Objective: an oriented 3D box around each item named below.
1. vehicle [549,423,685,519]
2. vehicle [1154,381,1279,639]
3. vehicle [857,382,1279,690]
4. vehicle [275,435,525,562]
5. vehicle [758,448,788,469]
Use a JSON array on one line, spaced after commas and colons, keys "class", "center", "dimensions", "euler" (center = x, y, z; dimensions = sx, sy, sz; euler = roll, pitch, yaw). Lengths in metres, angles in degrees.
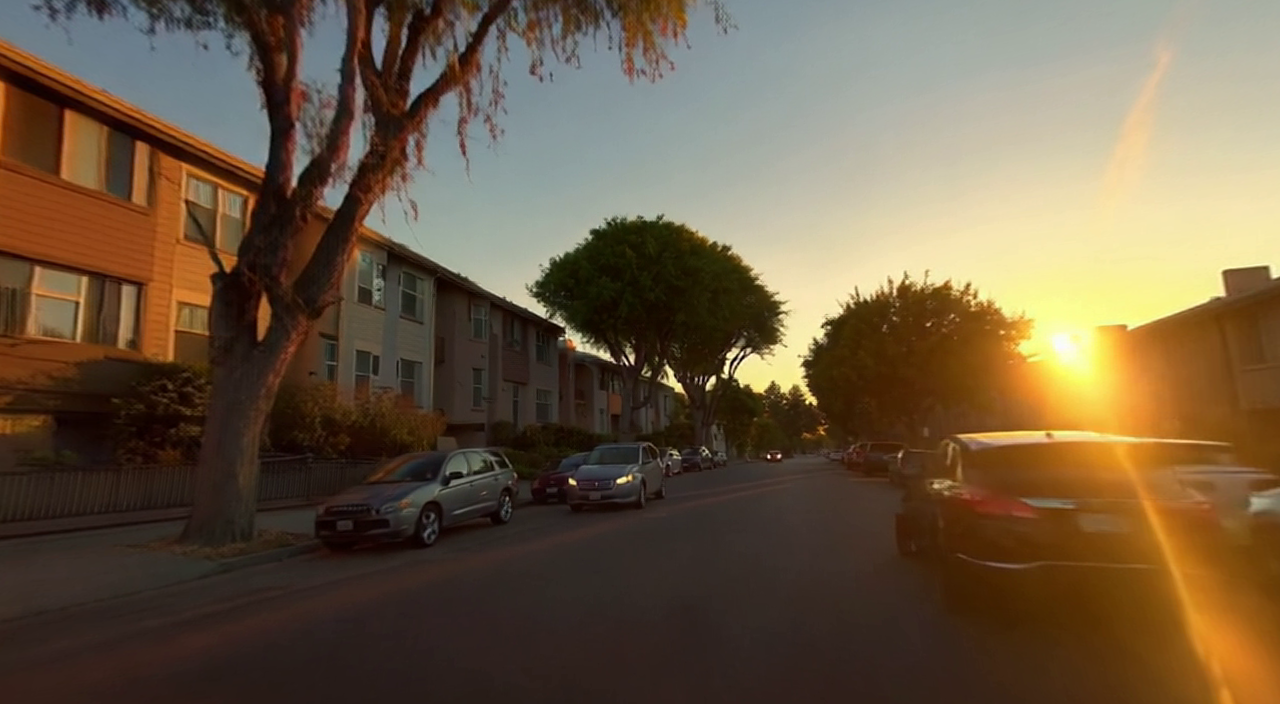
[{"class": "vehicle", "center": [-0.371, 2.979, 16.350], "dimensions": [2.197, 2.047, 4.985], "euler": [-3, -9, 14]}, {"class": "vehicle", "center": [5.255, 0.896, 2.966], "dimensions": [2.082, 1.799, 5.207], "euler": [-2, -9, 11]}, {"class": "vehicle", "center": [3.541, 1.429, 6.273], "dimensions": [2.055, 1.717, 5.172], "euler": [-2, -9, 13]}, {"class": "vehicle", "center": [-3.933, 2.456, 11.428], "dimensions": [2.002, 1.774, 4.568], "euler": [-2, -9, 12]}, {"class": "vehicle", "center": [10.068, 8.018, 47.568], "dimensions": [1.971, 1.476, 4.593], "euler": [-3, -9, 14]}]
